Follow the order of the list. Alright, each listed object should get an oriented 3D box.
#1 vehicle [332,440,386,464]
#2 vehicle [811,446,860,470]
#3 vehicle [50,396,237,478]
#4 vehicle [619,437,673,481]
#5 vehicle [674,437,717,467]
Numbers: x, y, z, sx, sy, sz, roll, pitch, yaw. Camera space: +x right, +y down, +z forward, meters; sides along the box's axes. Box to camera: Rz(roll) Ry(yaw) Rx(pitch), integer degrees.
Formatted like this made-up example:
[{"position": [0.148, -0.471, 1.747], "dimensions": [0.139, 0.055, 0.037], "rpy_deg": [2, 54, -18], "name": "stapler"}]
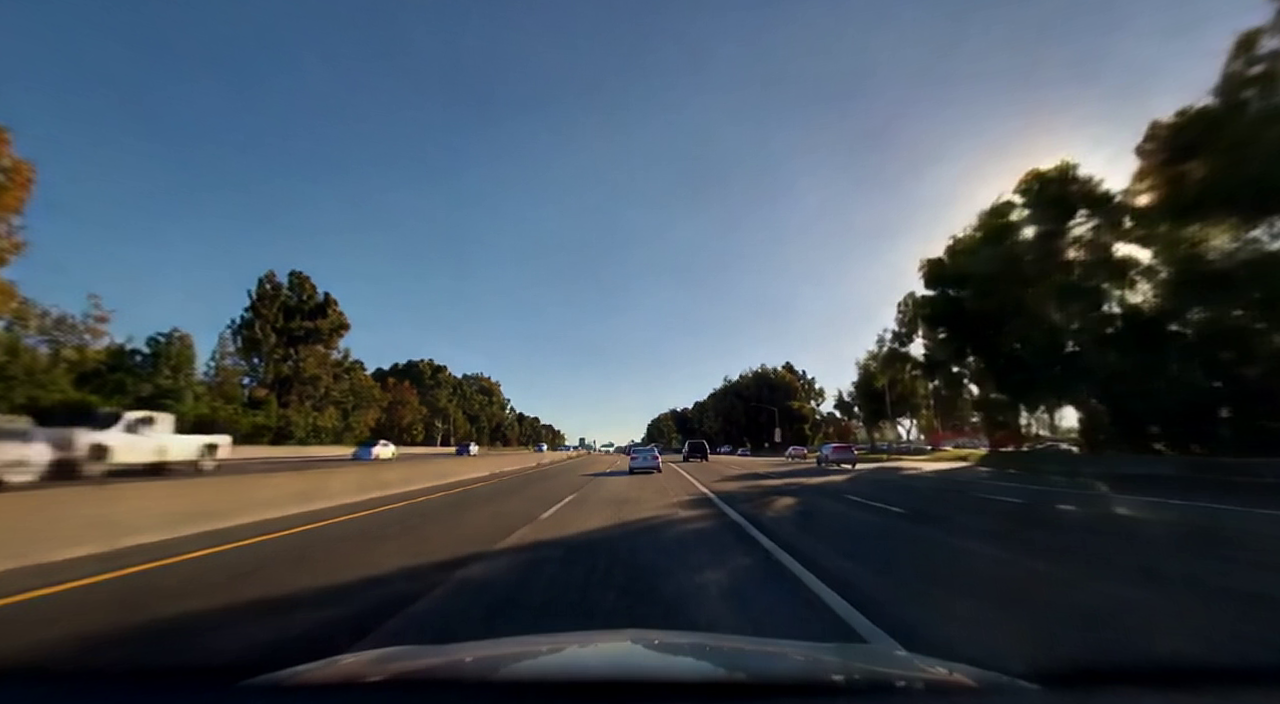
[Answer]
[{"position": [-21.824, 7.782, 49.217], "dimensions": [2.021, 1.772, 4.697], "rpy_deg": [0, -8, 0], "name": "vehicle"}, {"position": [12.721, 6.889, 41.285], "dimensions": [1.872, 1.459, 4.502], "rpy_deg": [0, -8, 1], "name": "vehicle"}, {"position": [-22.167, 3.928, 28.838], "dimensions": [2.729, 3.252, 6.969], "rpy_deg": [0, -8, 0], "name": "vehicle"}, {"position": [0.195, 4.484, 26.725], "dimensions": [2.105, 1.711, 4.293], "rpy_deg": [0, -8, -1], "name": "vehicle"}, {"position": [3.856, 7.108, 44.954], "dimensions": [2.505, 2.020, 5.532], "rpy_deg": [0, -8, -1], "name": "vehicle"}]
